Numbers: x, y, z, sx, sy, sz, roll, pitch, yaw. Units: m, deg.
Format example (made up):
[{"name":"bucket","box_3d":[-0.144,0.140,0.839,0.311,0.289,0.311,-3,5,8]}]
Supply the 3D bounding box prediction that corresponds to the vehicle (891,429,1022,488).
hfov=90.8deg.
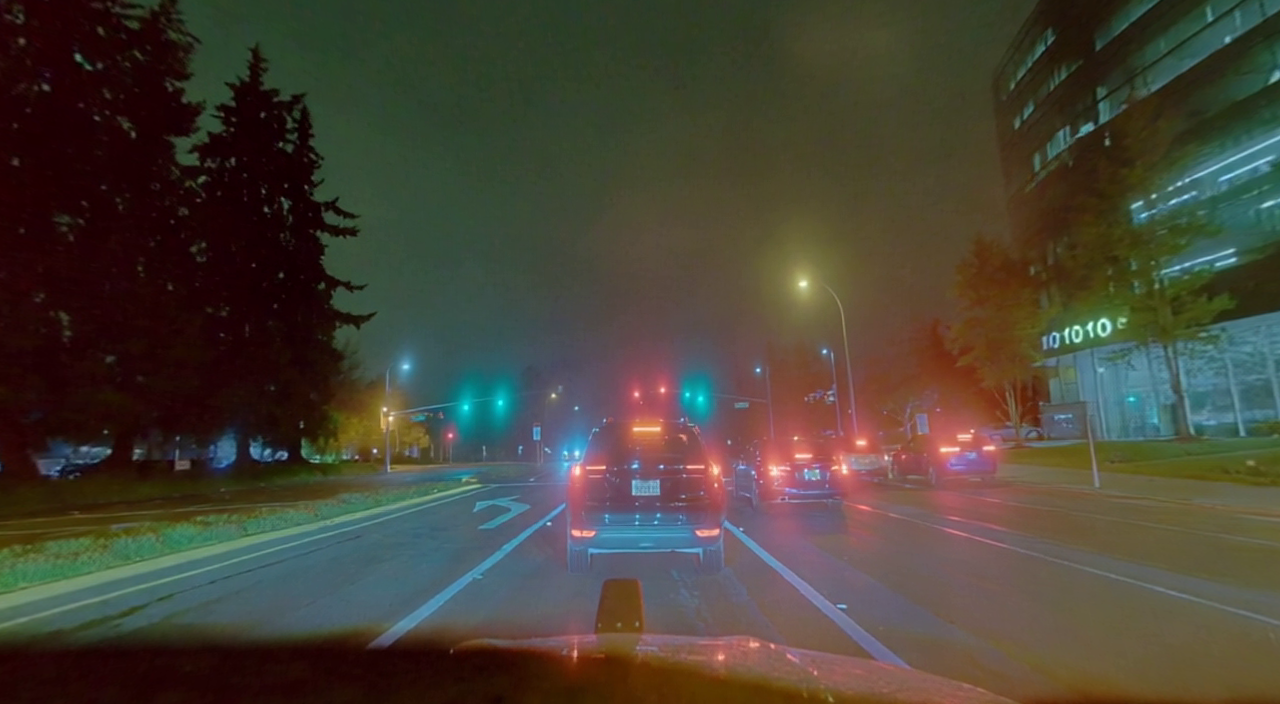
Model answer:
[{"name":"vehicle","box_3d":[10.854,3.697,22.127,2.123,1.812,4.553,0,-9,-1]}]

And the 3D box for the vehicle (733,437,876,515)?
[{"name":"vehicle","box_3d":[3.492,2.716,14.386,1.997,1.471,4.321,0,-9,-1]}]

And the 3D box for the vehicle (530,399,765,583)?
[{"name":"vehicle","box_3d":[0.062,1.657,8.255,2.266,1.762,4.131,0,-9,0]}]
